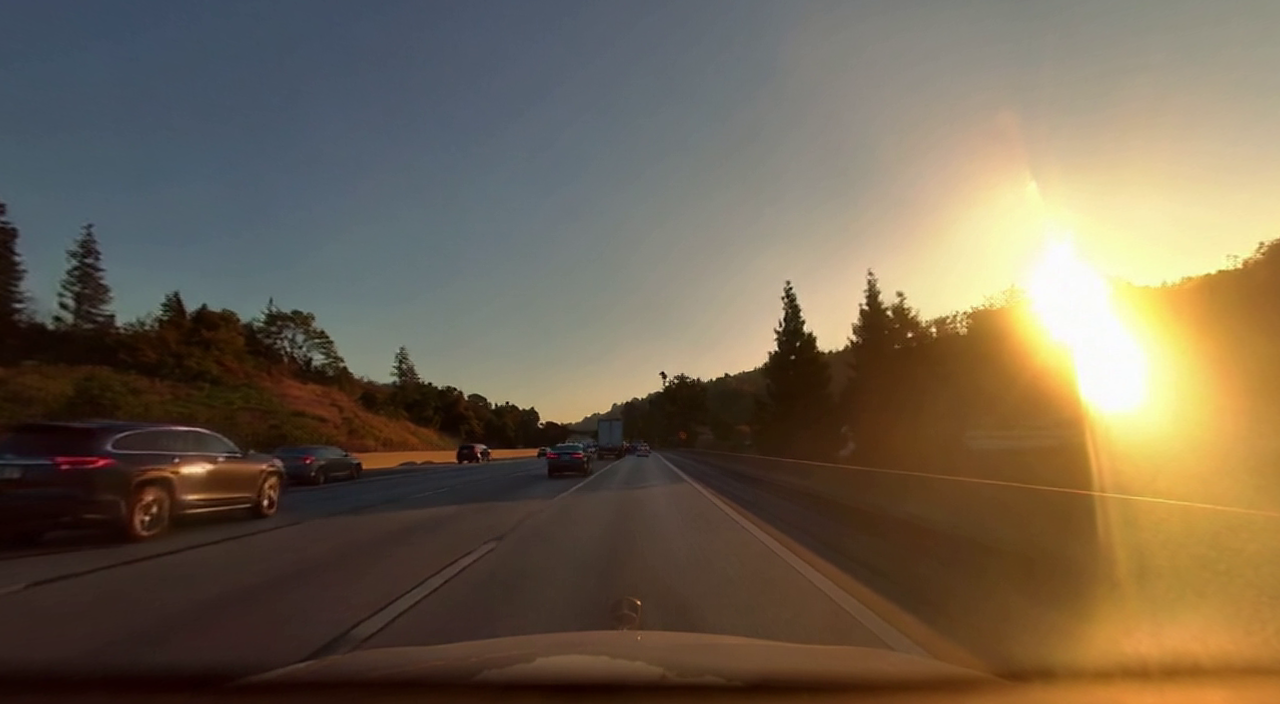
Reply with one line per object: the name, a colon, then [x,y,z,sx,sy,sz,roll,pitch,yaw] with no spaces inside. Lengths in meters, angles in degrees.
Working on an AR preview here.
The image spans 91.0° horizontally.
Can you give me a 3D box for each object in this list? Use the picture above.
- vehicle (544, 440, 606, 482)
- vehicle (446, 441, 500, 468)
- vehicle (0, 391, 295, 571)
vehicle: [-2.537,4.349,25.450,1.931,1.528,4.126,0,-8,2]
vehicle: [-10.106,6.239,38.450,2.036,1.506,4.358,0,-8,1]
vehicle: [-7.386,1.618,8.554,2.115,1.778,5.572,0,-8,2]
